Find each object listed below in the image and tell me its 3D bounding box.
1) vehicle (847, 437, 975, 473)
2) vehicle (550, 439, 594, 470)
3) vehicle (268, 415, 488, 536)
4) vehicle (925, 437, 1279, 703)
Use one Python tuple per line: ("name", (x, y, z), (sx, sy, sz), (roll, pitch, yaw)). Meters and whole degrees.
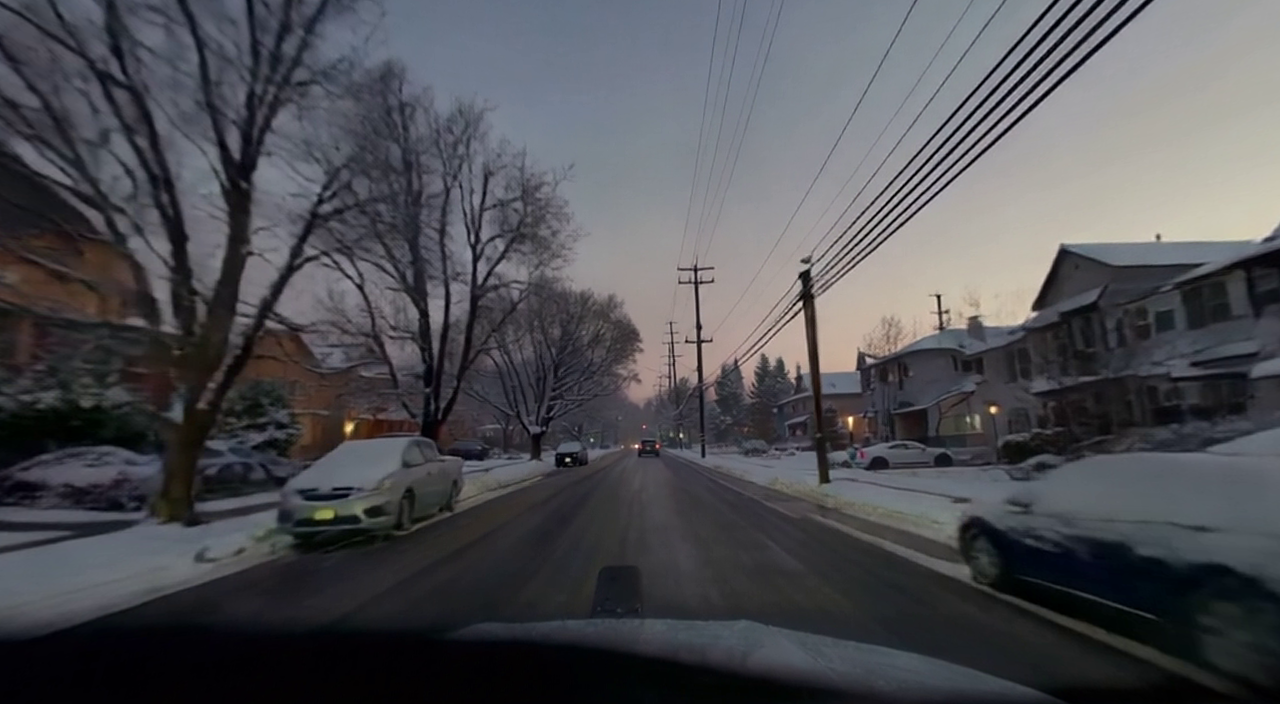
("vehicle", (11.990, 4.579, 28.217), (4.700, 1.441, 2.167), (-1, -8, -1))
("vehicle", (-4.253, 6.430, 40.013), (2.207, 1.669, 4.363), (-3, -7, 1))
("vehicle", (-4.643, 2.232, 12.300), (2.164, 1.810, 5.044), (1, -7, -1))
("vehicle", (4.452, 1.458, 5.093), (2.094, 1.490, 4.739), (0, -8, 0))
